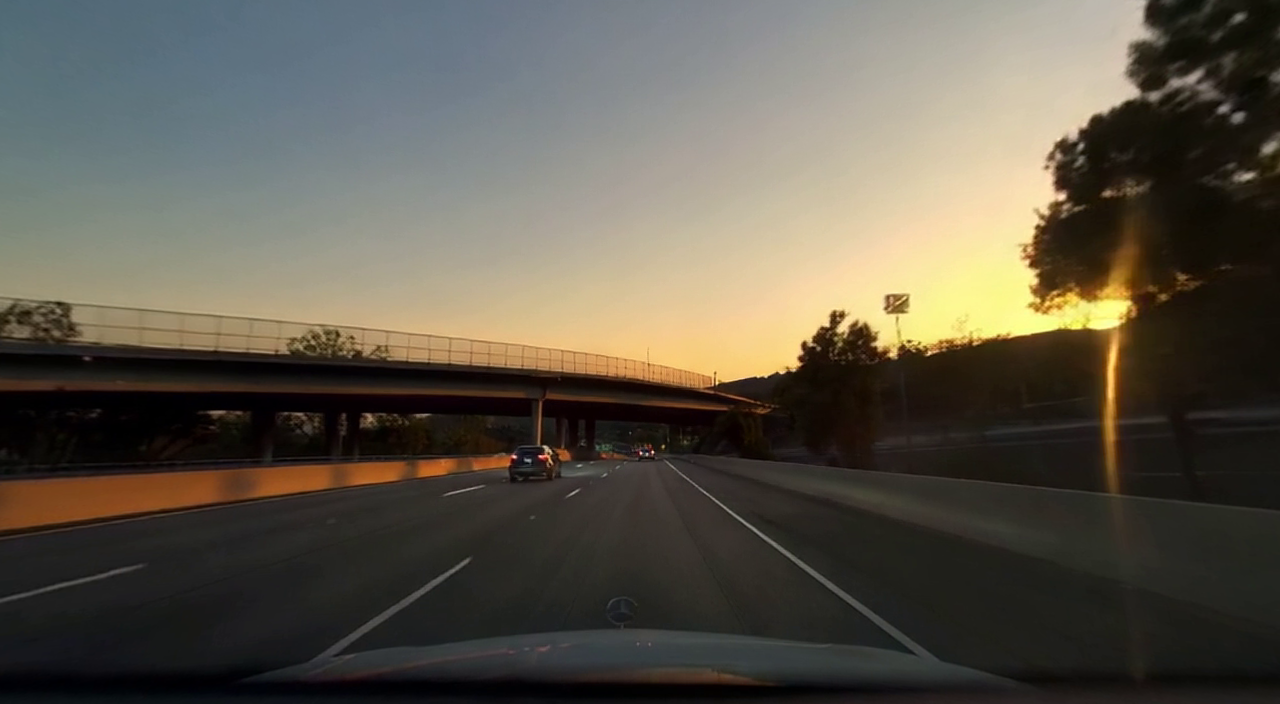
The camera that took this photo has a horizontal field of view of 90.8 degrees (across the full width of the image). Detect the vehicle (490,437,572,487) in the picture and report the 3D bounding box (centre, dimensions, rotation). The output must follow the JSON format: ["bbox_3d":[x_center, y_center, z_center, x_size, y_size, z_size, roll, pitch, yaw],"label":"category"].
[{"bbox_3d":[-4.150,4.315,25.030,2.272,1.759,5.058,0,-9,1],"label":"vehicle"}]
